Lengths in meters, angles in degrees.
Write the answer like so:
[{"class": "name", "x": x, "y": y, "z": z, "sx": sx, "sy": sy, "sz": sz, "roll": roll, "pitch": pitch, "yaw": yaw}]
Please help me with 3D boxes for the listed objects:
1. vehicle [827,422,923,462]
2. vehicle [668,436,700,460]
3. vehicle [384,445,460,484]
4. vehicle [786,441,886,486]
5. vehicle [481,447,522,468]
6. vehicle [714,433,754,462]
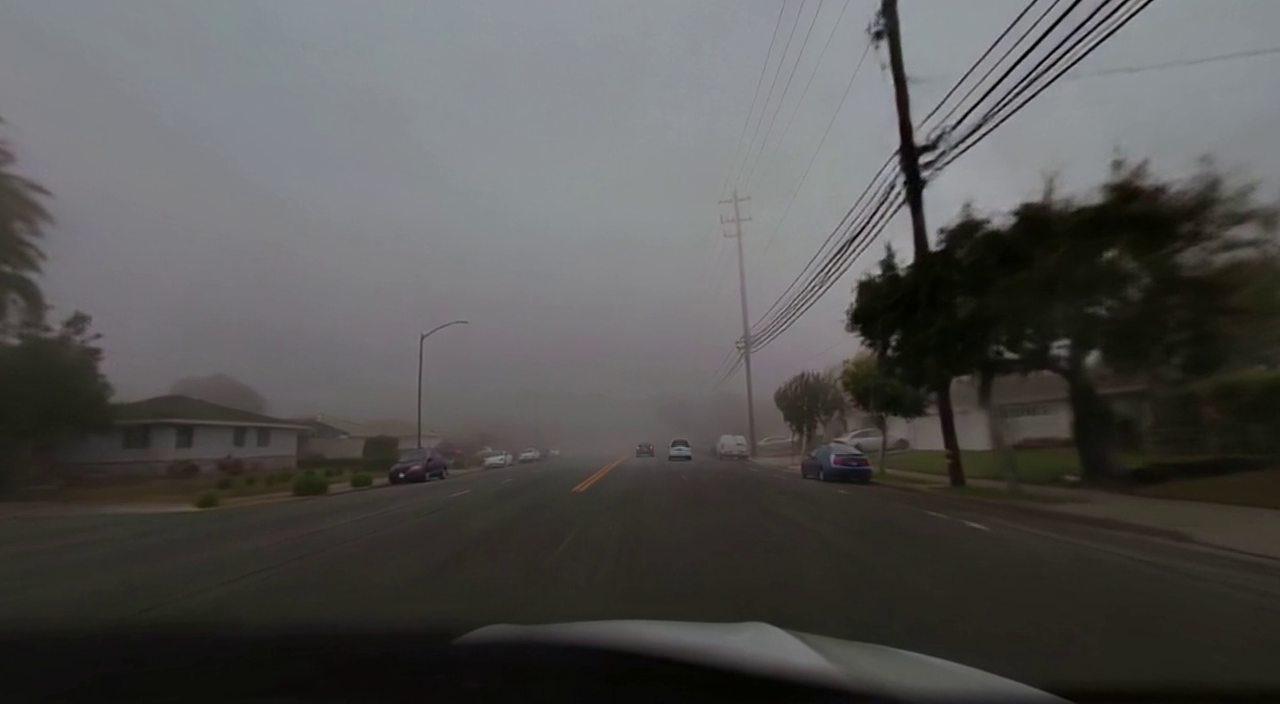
[{"class": "vehicle", "x": 13.233, "y": 5.102, "z": 35.740, "sx": 4.496, "sy": 1.773, "sz": 1.972, "roll": -5, "pitch": -8, "yaw": 0}, {"class": "vehicle", "x": 3.406, "y": 7.555, "z": 49.711, "sx": 2.070, "sy": 1.765, "sz": 4.731, "roll": 0, "pitch": -8, "yaw": -1}, {"class": "vehicle", "x": -10.221, "y": 5.284, "z": 29.950, "sx": 1.965, "sy": 1.675, "sz": 4.577, "roll": 0, "pitch": -8, "yaw": 0}, {"class": "vehicle", "x": 6.896, "y": 3.964, "z": 22.780, "sx": 2.070, "sy": 1.428, "sz": 4.636, "roll": 0, "pitch": -8, "yaw": -1}, {"class": "vehicle", "x": -10.171, "y": 7.783, "z": 46.675, "sx": 1.896, "sy": 1.495, "sz": 4.425, "roll": -1, "pitch": -8, "yaw": 2}, {"class": "vehicle", "x": 7.181, "y": 7.351, "z": 48.720, "sx": 2.274, "sy": 2.090, "sz": 5.465, "roll": 0, "pitch": -8, "yaw": 0}]
